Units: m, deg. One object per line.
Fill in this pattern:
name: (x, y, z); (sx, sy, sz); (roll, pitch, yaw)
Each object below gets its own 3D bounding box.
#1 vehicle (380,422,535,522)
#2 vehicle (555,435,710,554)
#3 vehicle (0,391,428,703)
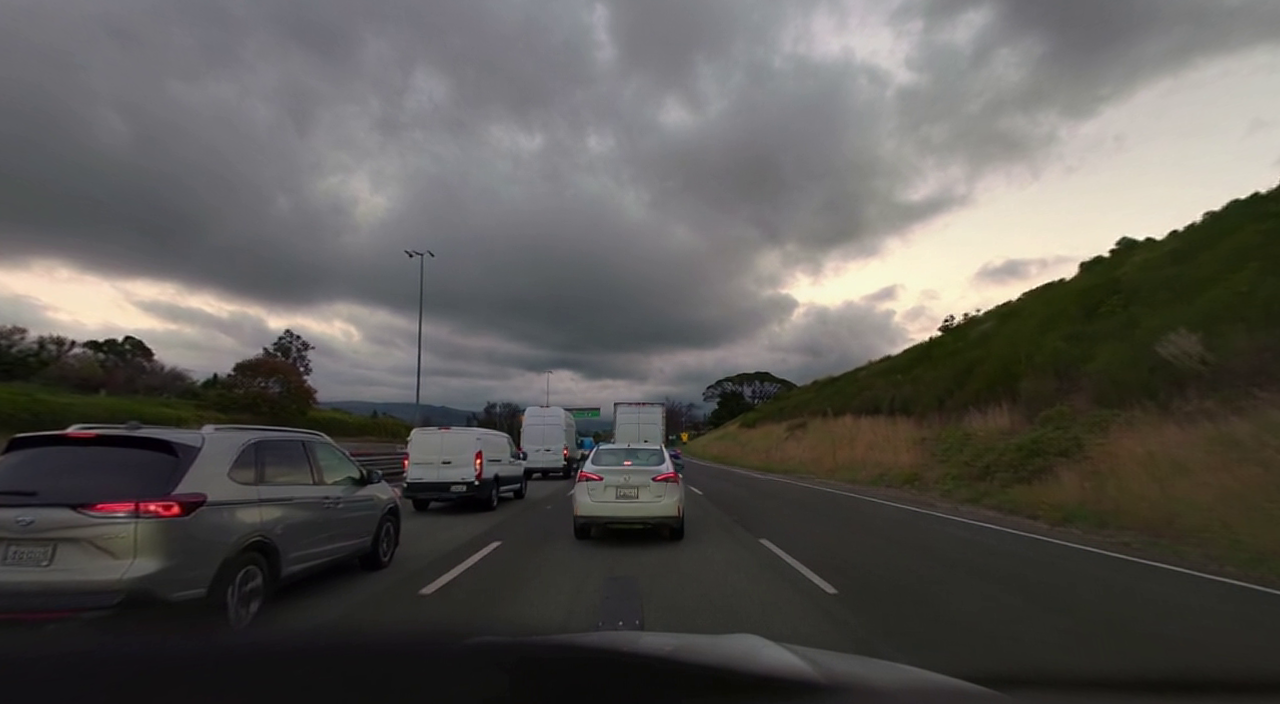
vehicle: (-3.920, 2.689, 14.574); (2.055, 1.913, 4.584); (-1, -9, 2)
vehicle: (-0.095, 2.106, 9.894); (1.995, 1.495, 3.380); (0, -9, 0)
vehicle: (-3.669, 1.384, 5.573); (2.029, 1.656, 4.437); (0, -9, 0)
